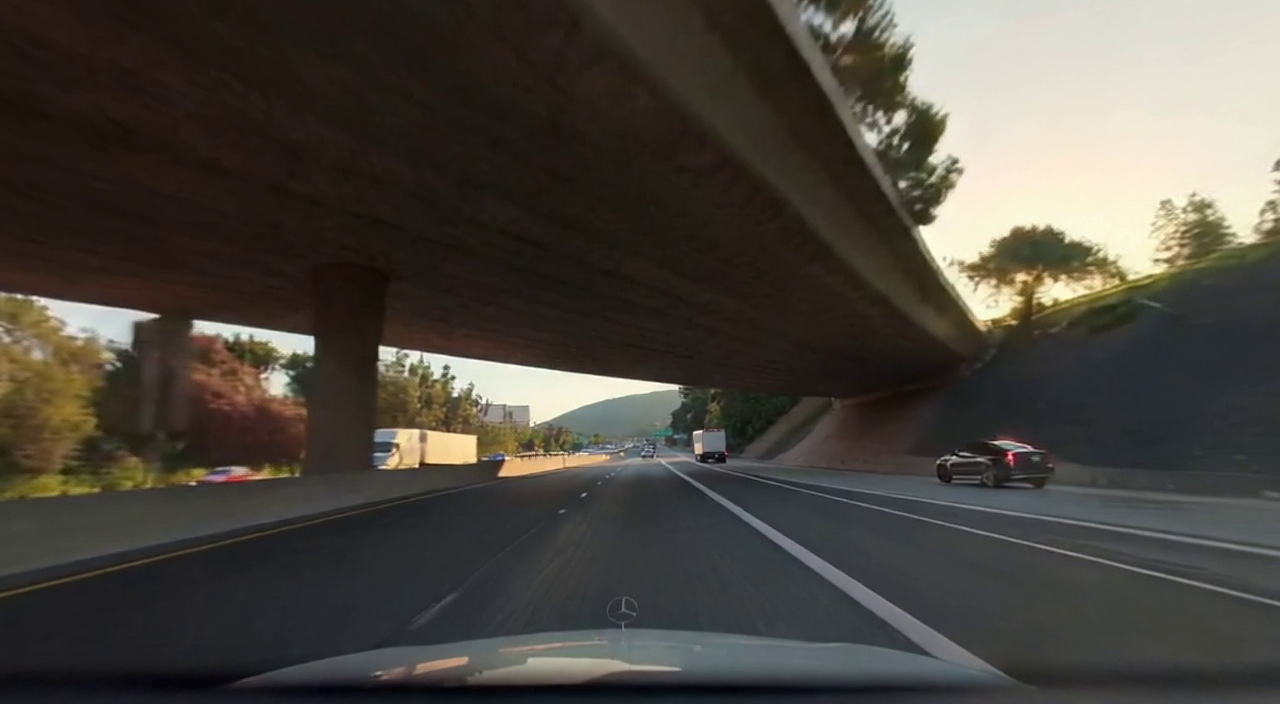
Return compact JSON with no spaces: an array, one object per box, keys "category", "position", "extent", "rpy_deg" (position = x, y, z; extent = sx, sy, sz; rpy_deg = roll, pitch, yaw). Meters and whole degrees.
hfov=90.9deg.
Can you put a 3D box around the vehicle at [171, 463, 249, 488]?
[{"category":"vehicle","position":[-27.989,8.043,41.220],"extent":[2.002,1.460,4.306],"rpy_deg":[0,-9,1]}]

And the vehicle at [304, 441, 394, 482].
[{"category":"vehicle","position":[-16.113,6.099,35.245],"extent":[2.541,2.093,4.941],"rpy_deg":[0,-9,1]}]

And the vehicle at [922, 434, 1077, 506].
[{"category":"vehicle","position":[10.157,3.340,18.200],"extent":[2.038,1.823,3.744],"rpy_deg":[1,-9,-4]}]
